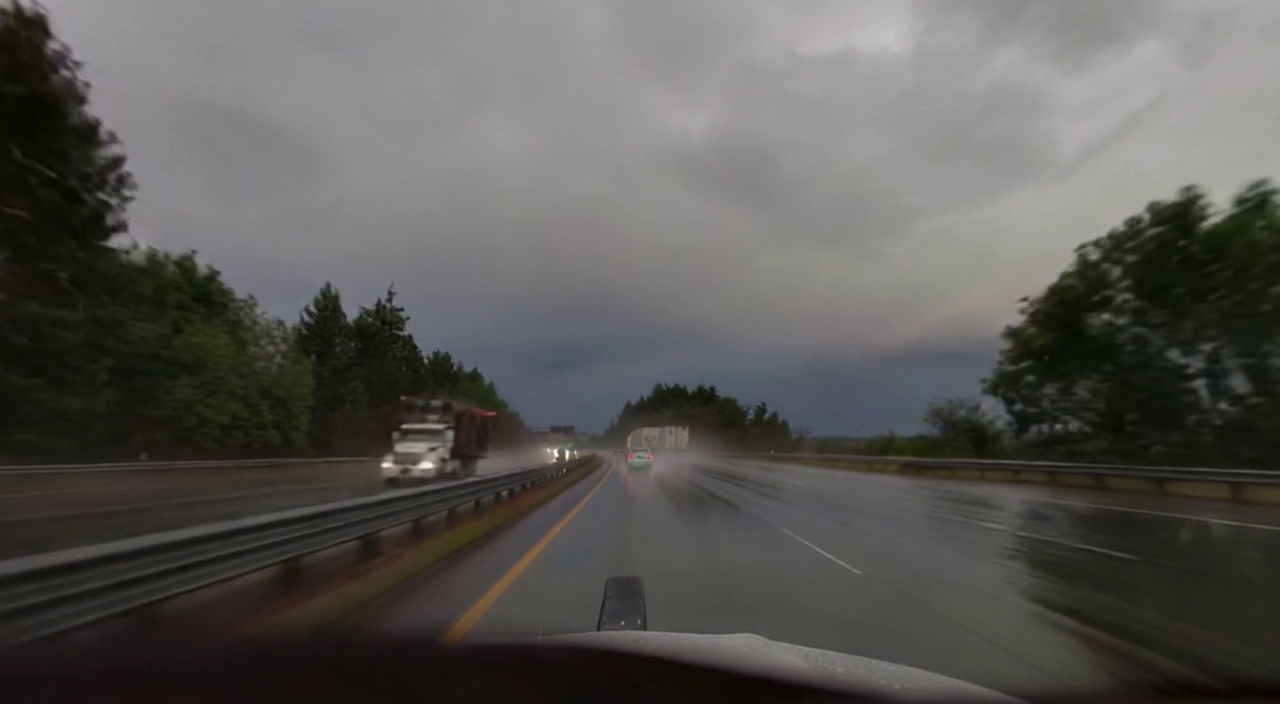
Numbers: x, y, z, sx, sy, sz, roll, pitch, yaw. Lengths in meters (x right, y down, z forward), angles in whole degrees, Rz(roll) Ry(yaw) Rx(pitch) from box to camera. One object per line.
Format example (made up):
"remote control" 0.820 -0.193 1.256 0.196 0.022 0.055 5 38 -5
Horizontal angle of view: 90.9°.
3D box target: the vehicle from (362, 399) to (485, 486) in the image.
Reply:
"vehicle" -8.235 3.619 25.047 2.286 2.908 7.241 0 -9 0

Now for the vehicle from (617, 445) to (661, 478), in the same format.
"vehicle" -0.081 5.457 31.589 2.069 1.523 4.012 0 -9 -1
